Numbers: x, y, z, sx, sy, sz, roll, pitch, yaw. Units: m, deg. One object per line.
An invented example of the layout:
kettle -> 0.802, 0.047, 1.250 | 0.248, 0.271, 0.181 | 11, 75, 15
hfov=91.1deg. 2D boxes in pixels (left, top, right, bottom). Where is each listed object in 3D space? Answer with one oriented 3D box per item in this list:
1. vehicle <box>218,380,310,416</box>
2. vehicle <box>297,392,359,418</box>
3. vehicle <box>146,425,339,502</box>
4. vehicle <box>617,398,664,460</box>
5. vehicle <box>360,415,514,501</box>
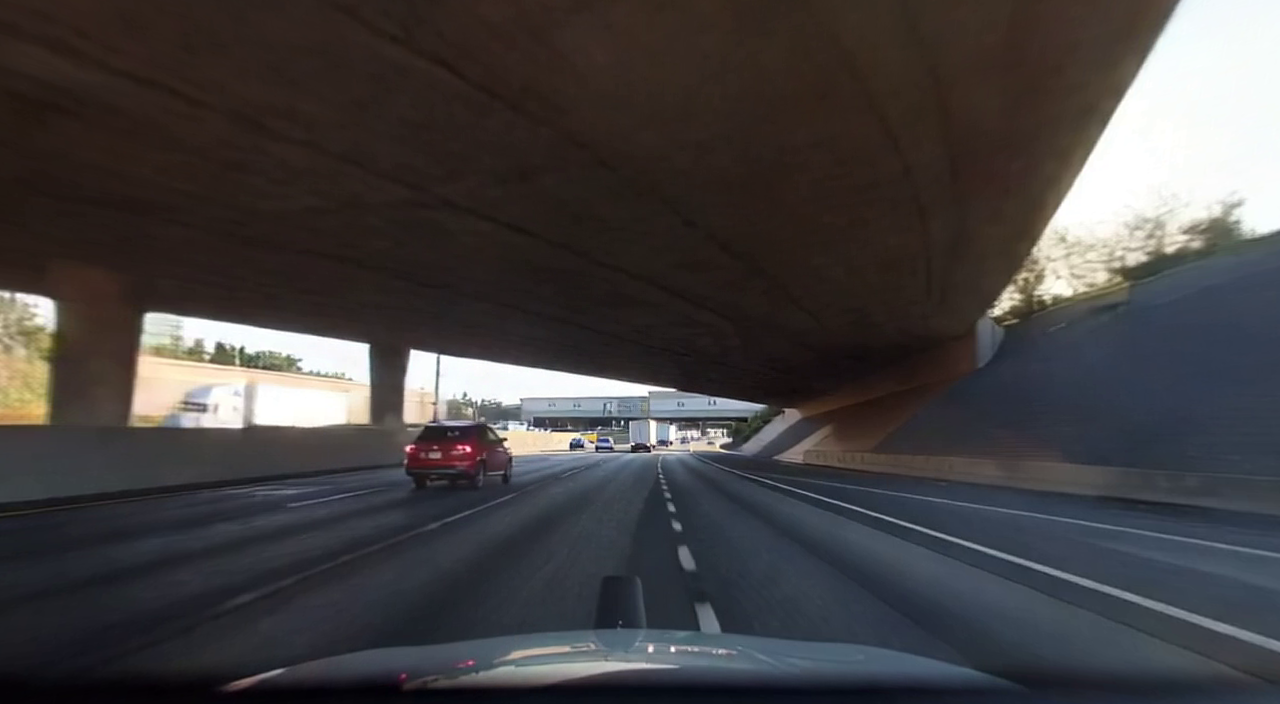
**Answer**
vehicle -> -24.001, 3.058, 40.478 | 2.348, 1.985, 5.488 | 0, -8, 2
vehicle -> -23.708, 4.082, 48.020 | 1.990, 1.703, 5.121 | 0, -8, 2
vehicle -> -8.810, 2.470, 14.414 | 1.845, 1.493, 3.799 | 0, -8, 2
vehicle -> 0.135, 5.770, 46.570 | 3.024, 4.019, 10.605 | 0, -8, 1
vehicle -> -4.739, 2.536, 15.541 | 2.119, 1.787, 4.655 | 0, -8, 2
